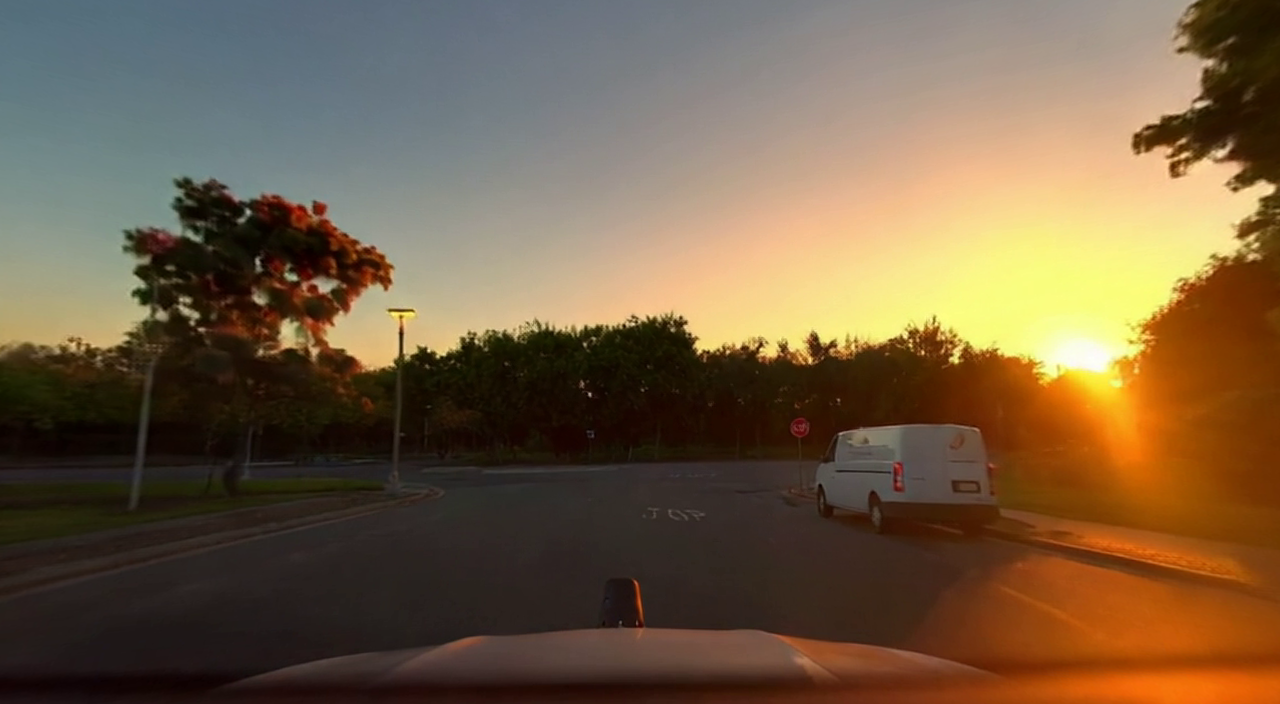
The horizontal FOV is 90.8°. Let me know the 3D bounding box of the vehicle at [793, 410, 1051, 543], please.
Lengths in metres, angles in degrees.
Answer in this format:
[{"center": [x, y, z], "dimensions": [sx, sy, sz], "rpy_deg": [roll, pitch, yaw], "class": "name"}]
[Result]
[{"center": [5.553, 2.577, 13.841], "dimensions": [2.659, 2.245, 5.991], "rpy_deg": [0, -9, -2], "class": "vehicle"}]
